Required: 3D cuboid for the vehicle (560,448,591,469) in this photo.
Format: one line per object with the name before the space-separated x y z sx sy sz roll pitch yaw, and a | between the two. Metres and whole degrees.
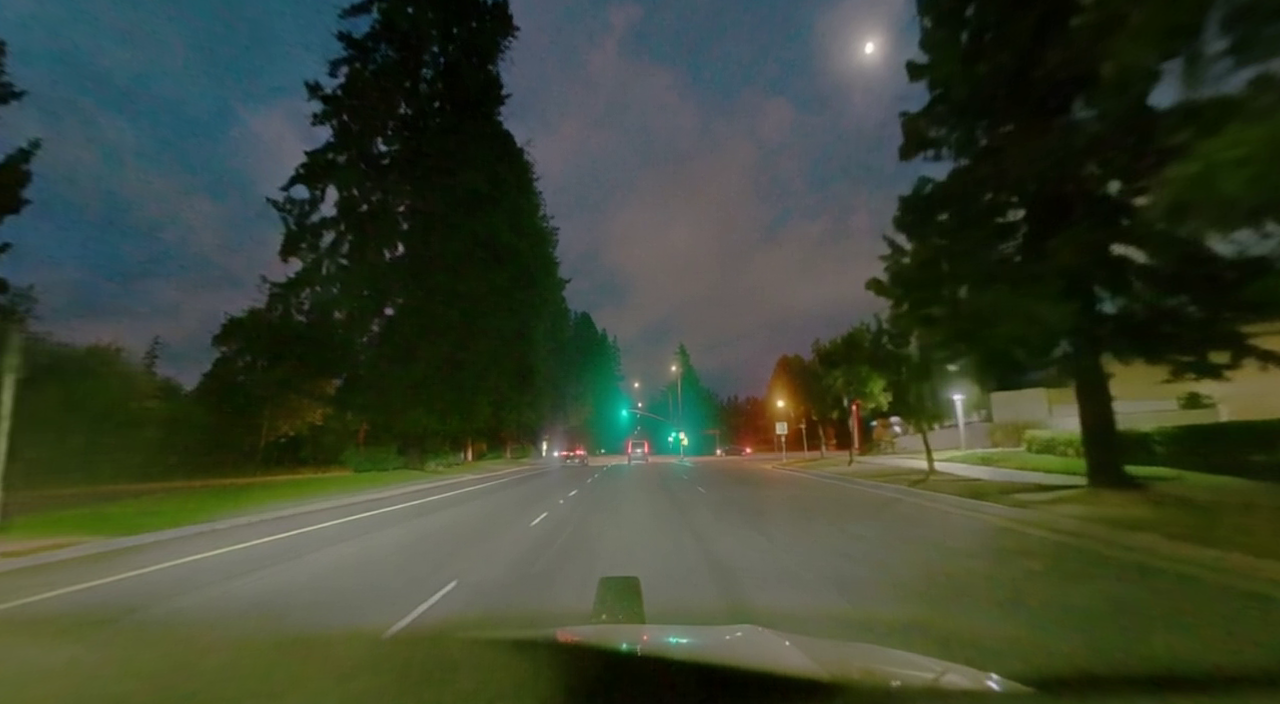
vehicle | -4.476 7.416 44.270 1.674 1.408 4.141 0 -8 1
